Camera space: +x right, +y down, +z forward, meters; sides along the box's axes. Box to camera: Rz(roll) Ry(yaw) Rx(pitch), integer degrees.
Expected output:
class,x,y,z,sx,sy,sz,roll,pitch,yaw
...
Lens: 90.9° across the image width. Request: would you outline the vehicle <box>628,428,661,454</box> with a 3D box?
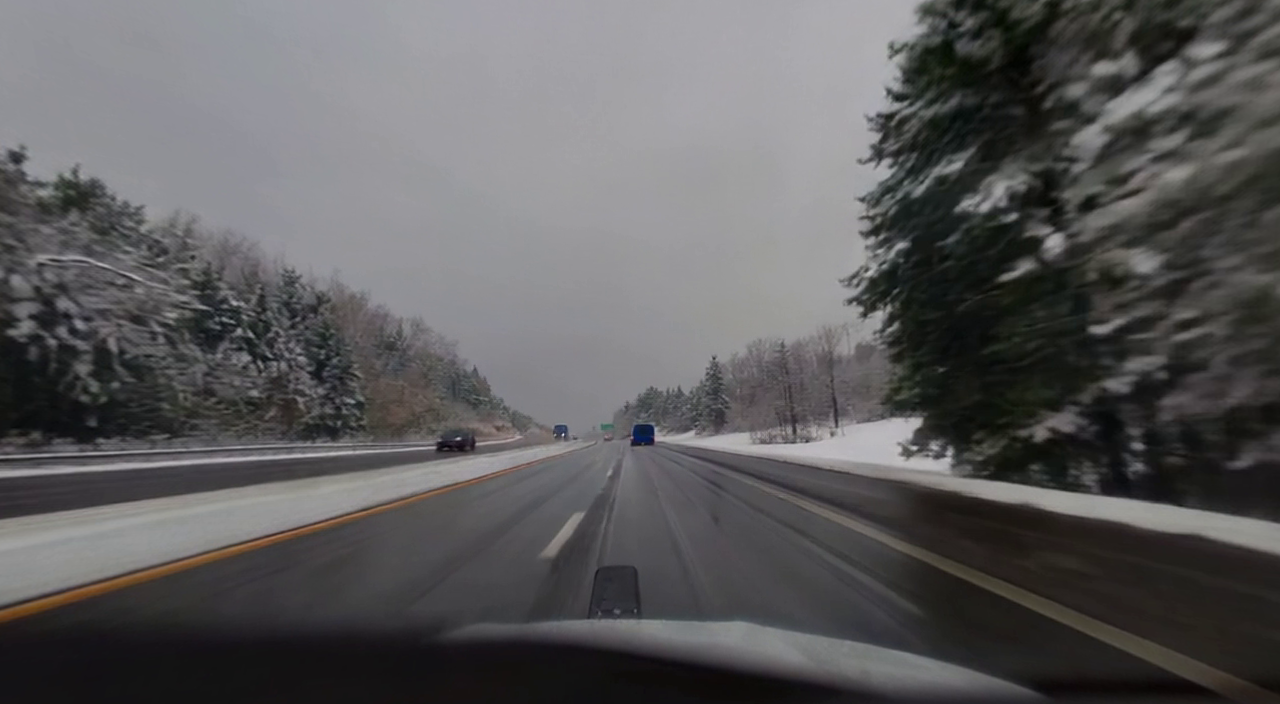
class,x,y,z,sx,sy,sz,roll,pitch,yaw
vehicle,0.257,6.549,46.669,2.240,1.801,4.545,0,-8,-2
